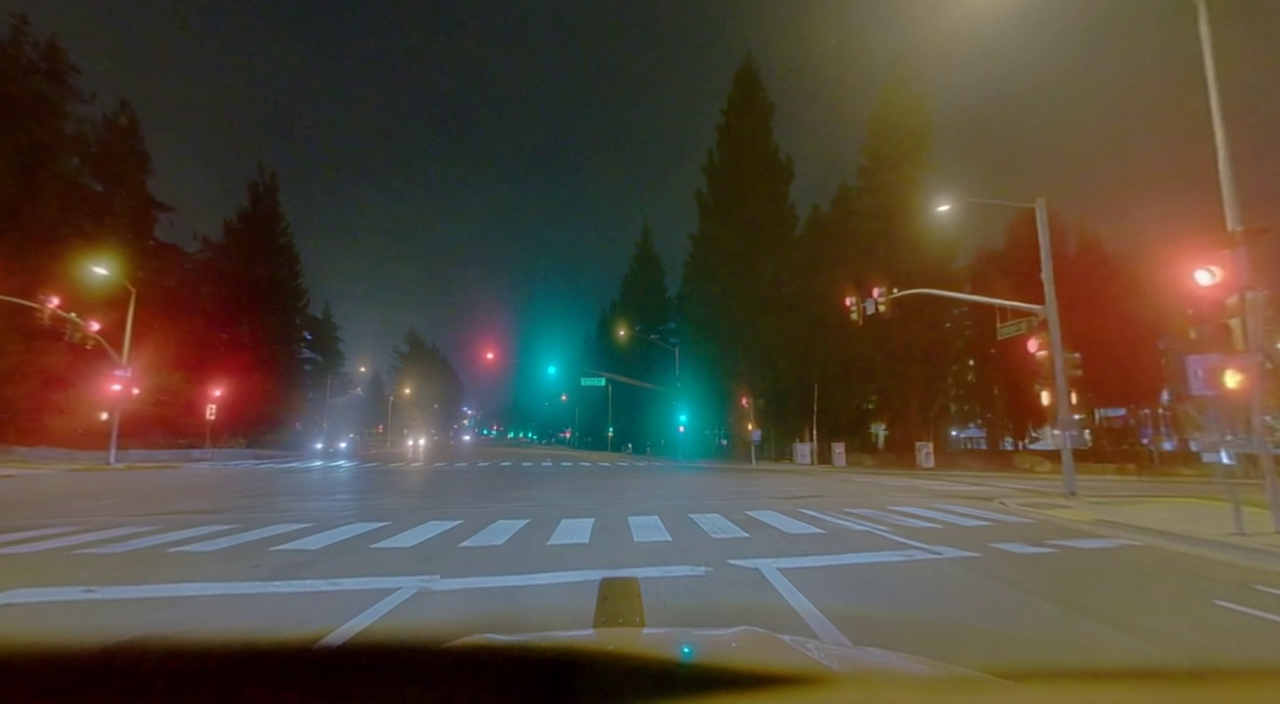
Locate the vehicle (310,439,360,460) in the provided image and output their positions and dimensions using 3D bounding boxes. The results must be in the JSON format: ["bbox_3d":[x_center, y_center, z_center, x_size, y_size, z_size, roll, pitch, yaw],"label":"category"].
[{"bbox_3d":[-21.348,6.853,44.433,1.918,1.432,4.433,1,-9,-9],"label":"vehicle"}]
